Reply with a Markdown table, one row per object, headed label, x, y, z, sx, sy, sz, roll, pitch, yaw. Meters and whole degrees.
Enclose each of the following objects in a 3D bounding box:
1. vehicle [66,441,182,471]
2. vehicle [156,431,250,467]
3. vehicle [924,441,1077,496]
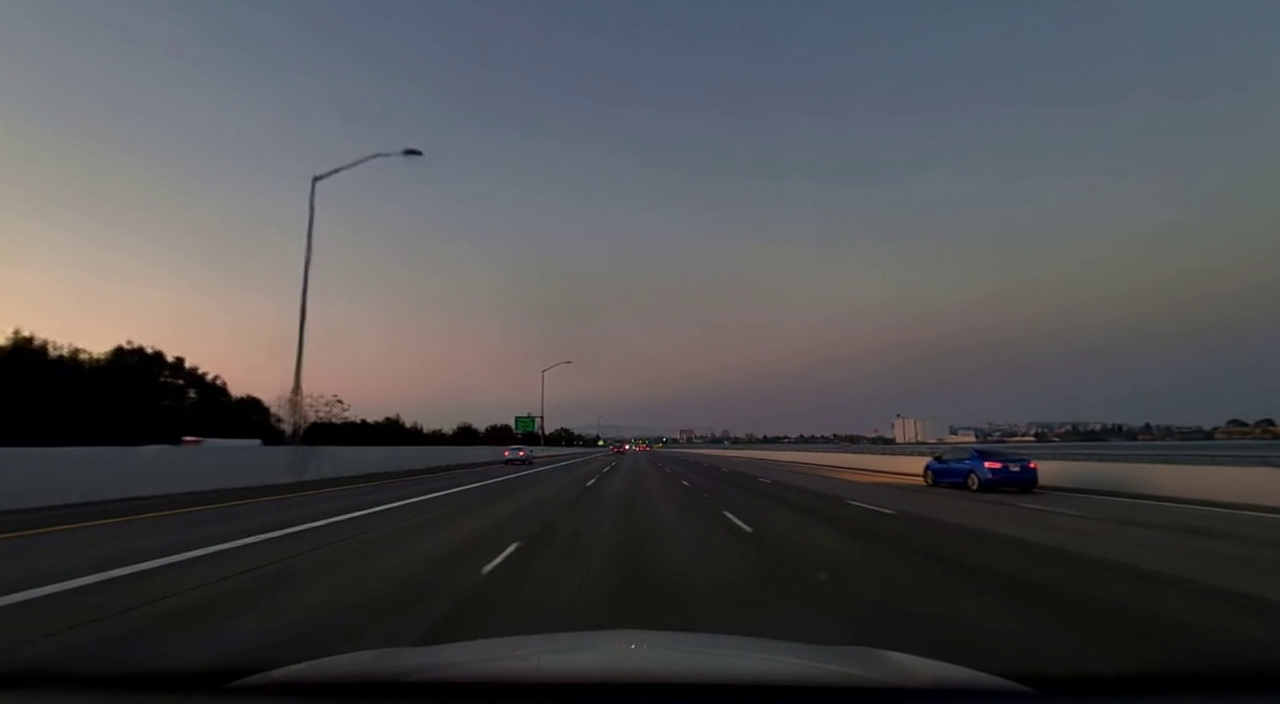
| label | x | y | z | sx | sy | sz | roll | pitch | yaw |
| --- | --- | --- | --- | --- | --- | --- | --- | --- | --- |
| vehicle | -34.086 | 6.883 | 42.097 | 2.347 | 1.843 | 6.472 | 0 | -9 | -1 |
| vehicle | -34.247 | 7.672 | 49.853 | 2.678 | 2.612 | 6.661 | 0 | -8 | 0 |
| vehicle | 10.846 | 3.507 | 19.471 | 1.985 | 1.493 | 4.486 | 0 | -9 | -1 |
